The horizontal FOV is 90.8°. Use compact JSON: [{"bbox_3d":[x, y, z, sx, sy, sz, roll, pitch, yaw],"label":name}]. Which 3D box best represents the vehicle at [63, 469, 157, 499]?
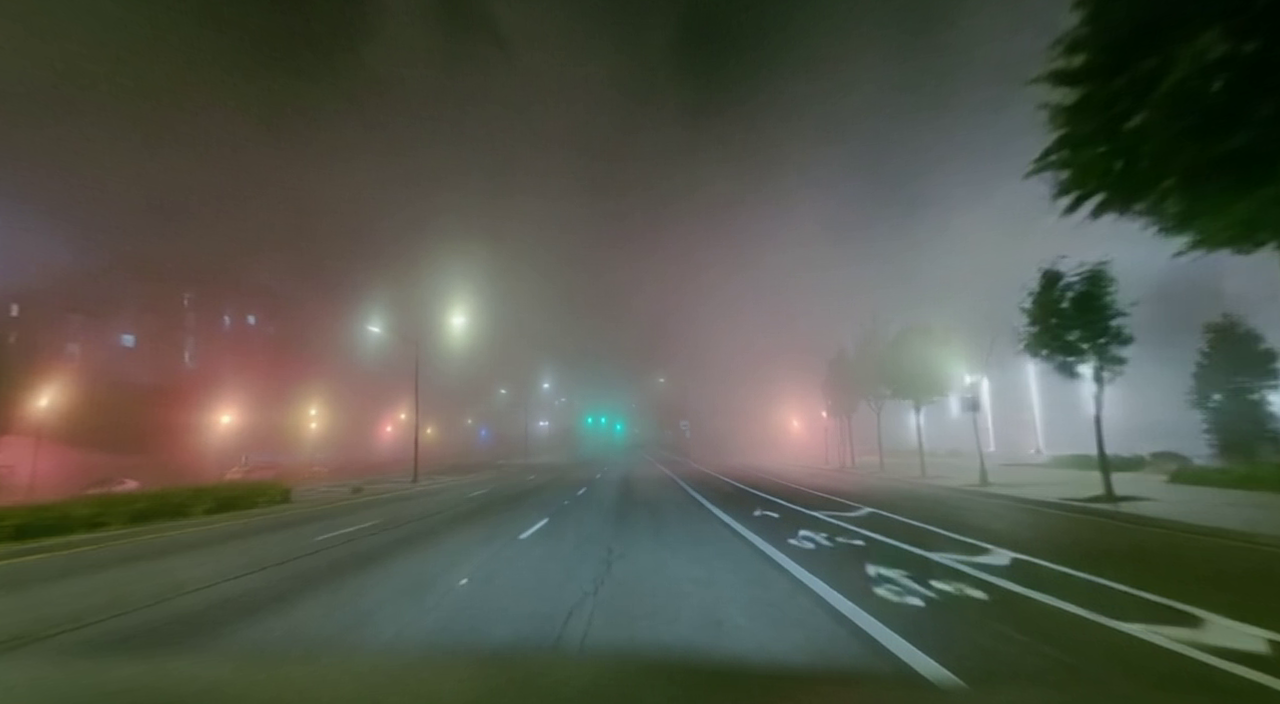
[{"bbox_3d":[-33.178,8.253,39.750,2.020,1.552,4.568,0,-9,-2],"label":"vehicle"}]
